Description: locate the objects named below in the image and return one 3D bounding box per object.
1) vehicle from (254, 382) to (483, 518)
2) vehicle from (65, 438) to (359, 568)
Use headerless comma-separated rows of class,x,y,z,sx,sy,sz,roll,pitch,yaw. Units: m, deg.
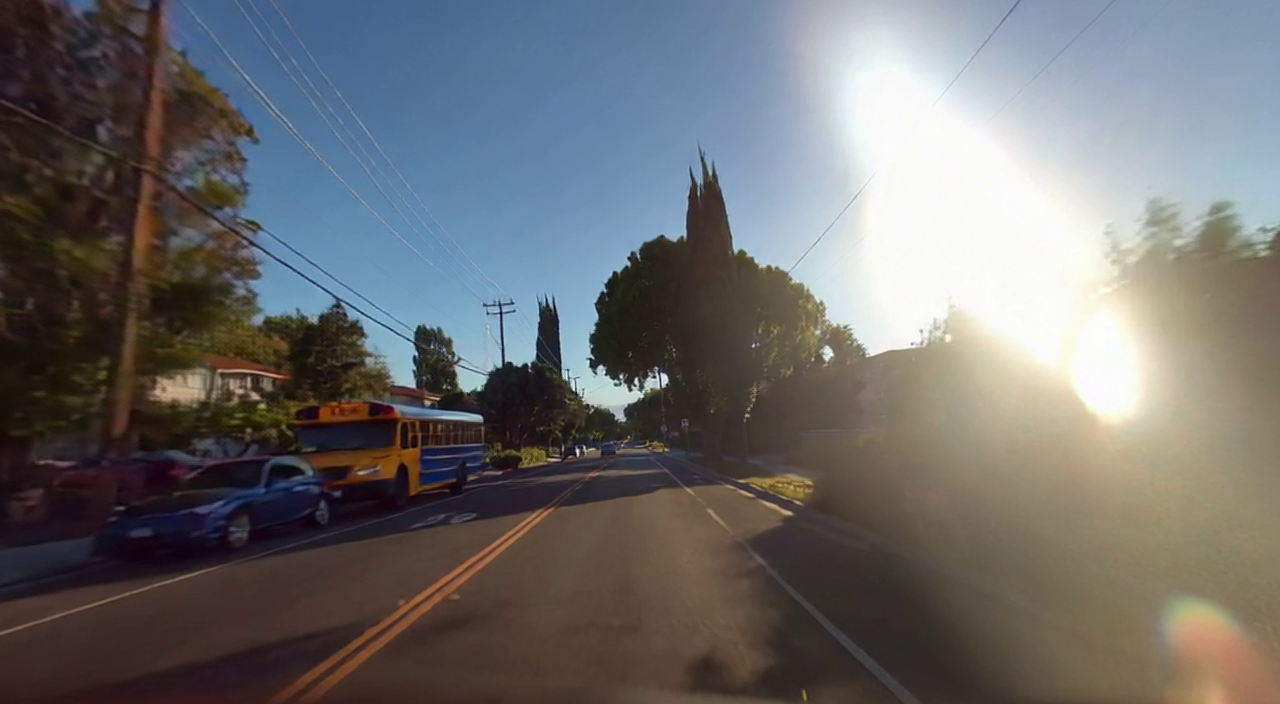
vehicle,-6.689,2.611,17.094,2.835,2.876,7.091,0,-8,1
vehicle,-6.792,2.362,10.816,2.023,1.721,4.418,0,-8,-2
